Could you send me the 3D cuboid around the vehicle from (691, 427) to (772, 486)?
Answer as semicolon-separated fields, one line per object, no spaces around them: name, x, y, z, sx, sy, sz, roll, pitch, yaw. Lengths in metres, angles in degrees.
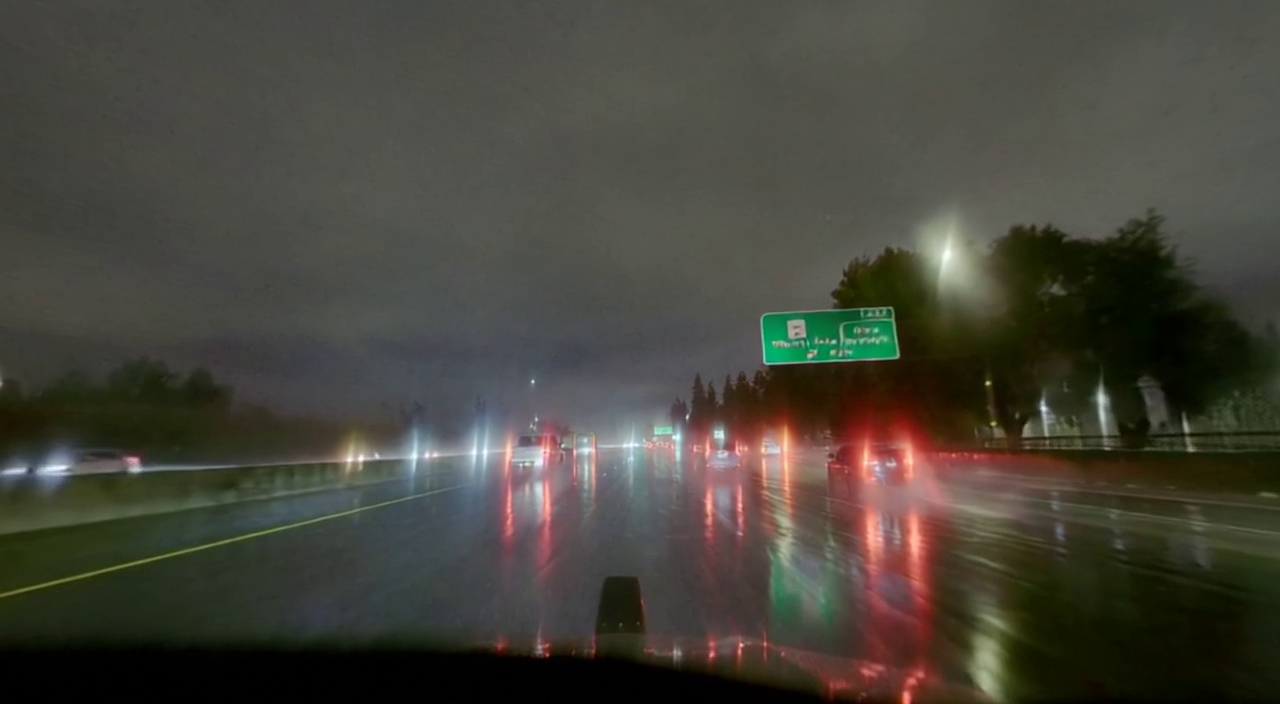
vehicle;2.918;3.442;20.978;2.181;1.728;3.970;0;-9;1

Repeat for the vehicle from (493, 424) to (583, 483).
vehicle;-3.365;3.501;21.830;2.199;1.777;4.790;0;-9;1

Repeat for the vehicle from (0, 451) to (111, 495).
vehicle;-24.109;4.727;24.998;1.968;1.518;4.676;0;-9;2

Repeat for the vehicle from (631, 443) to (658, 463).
vehicle;0.347;8.016;49.938;2.047;1.493;3.890;1;-9;0

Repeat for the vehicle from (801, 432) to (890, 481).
vehicle;7.727;3.962;24.101;2.022;1.682;4.226;0;-9;1

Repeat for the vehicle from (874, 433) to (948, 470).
vehicle;13.783;5.100;32.346;2.010;1.765;4.375;0;-9;3
